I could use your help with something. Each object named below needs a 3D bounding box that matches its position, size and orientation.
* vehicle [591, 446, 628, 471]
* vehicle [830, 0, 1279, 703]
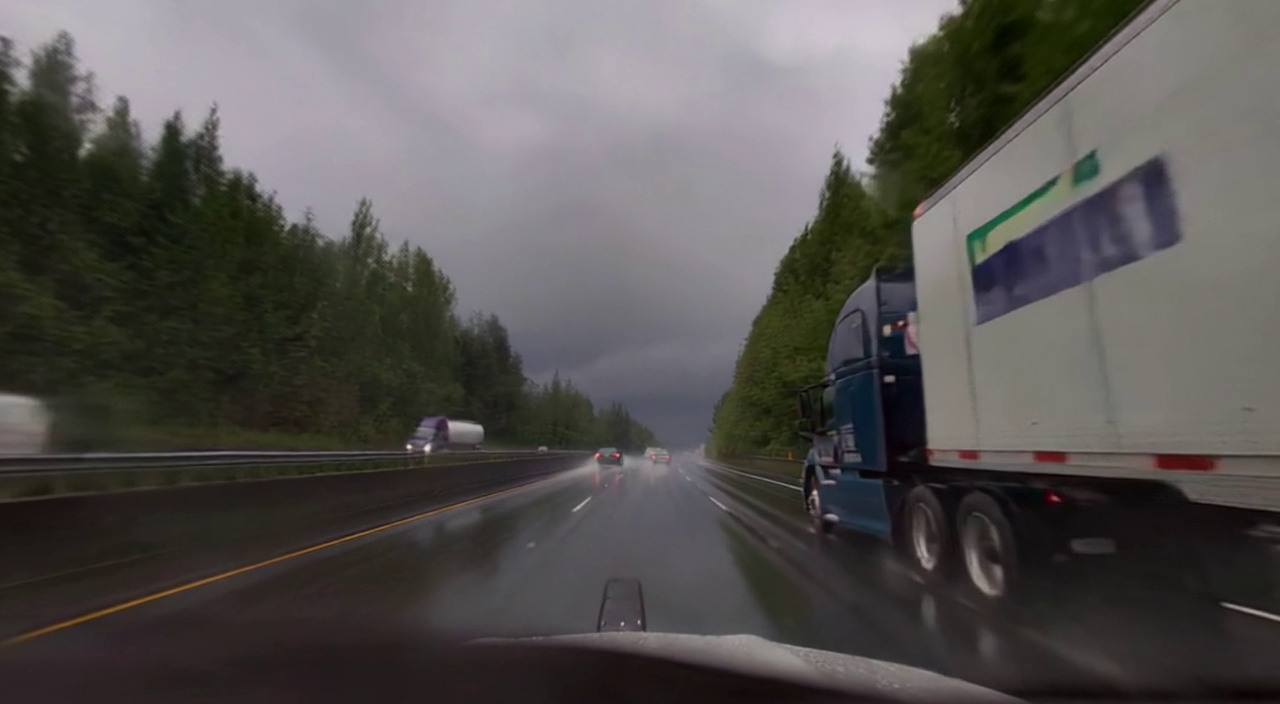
[{"bbox_3d":[-2.109,7.647,45.351,2.205,1.728,4.397,-1,-9,3],"label":"vehicle"},{"bbox_3d":[4.058,-0.496,0.992,3.057,3.993,13.914,0,-9,-1],"label":"vehicle"}]
